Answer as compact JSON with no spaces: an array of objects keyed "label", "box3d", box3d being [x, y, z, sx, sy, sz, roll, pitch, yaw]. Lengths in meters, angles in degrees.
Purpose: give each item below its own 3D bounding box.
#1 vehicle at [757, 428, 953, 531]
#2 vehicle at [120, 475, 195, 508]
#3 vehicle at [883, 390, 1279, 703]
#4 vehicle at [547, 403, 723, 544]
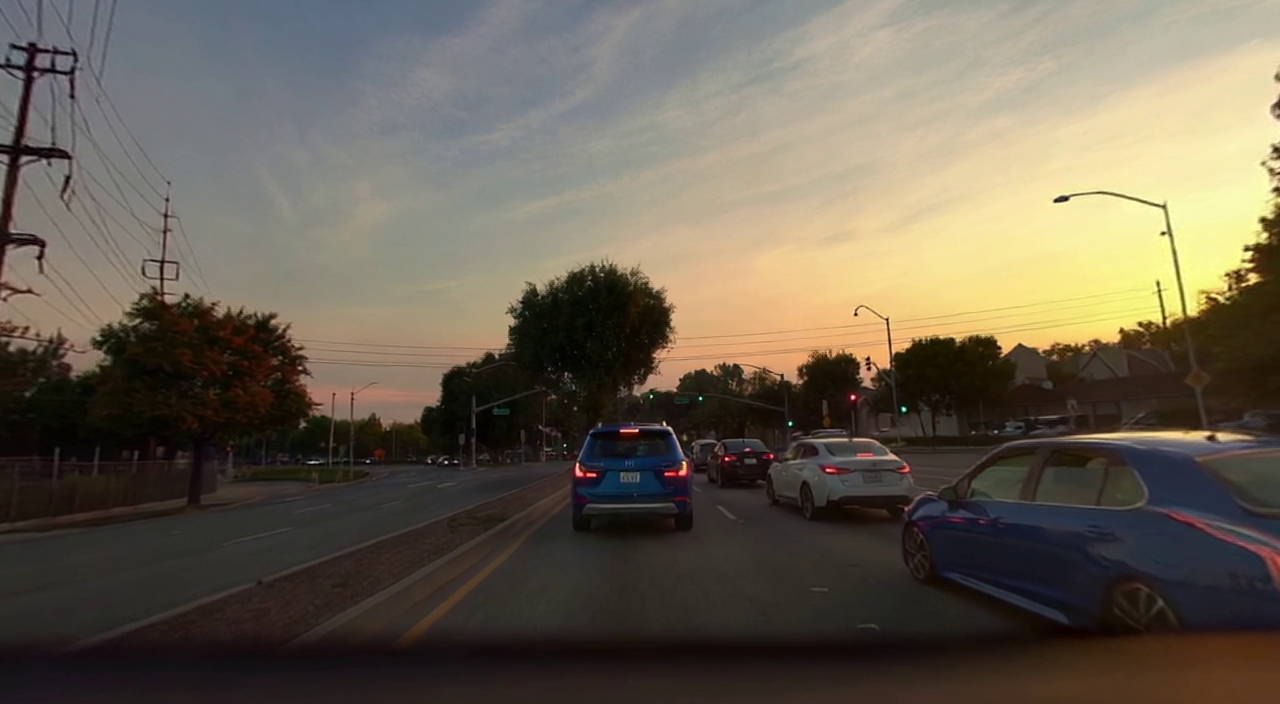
[{"label":"vehicle","box3d":[3.538,2.190,11.444,1.952,1.477,4.417,0,-9,-1]},{"label":"vehicle","box3d":[-26.217,7.537,34.315,3.826,1.522,1.741,-5,-9,30]},{"label":"vehicle","box3d":[3.308,1.079,3.657,1.984,1.462,4.513,0,-9,0]},{"label":"vehicle","box3d":[-0.114,1.908,10.470,2.300,1.821,4.254,0,-9,-1]}]
